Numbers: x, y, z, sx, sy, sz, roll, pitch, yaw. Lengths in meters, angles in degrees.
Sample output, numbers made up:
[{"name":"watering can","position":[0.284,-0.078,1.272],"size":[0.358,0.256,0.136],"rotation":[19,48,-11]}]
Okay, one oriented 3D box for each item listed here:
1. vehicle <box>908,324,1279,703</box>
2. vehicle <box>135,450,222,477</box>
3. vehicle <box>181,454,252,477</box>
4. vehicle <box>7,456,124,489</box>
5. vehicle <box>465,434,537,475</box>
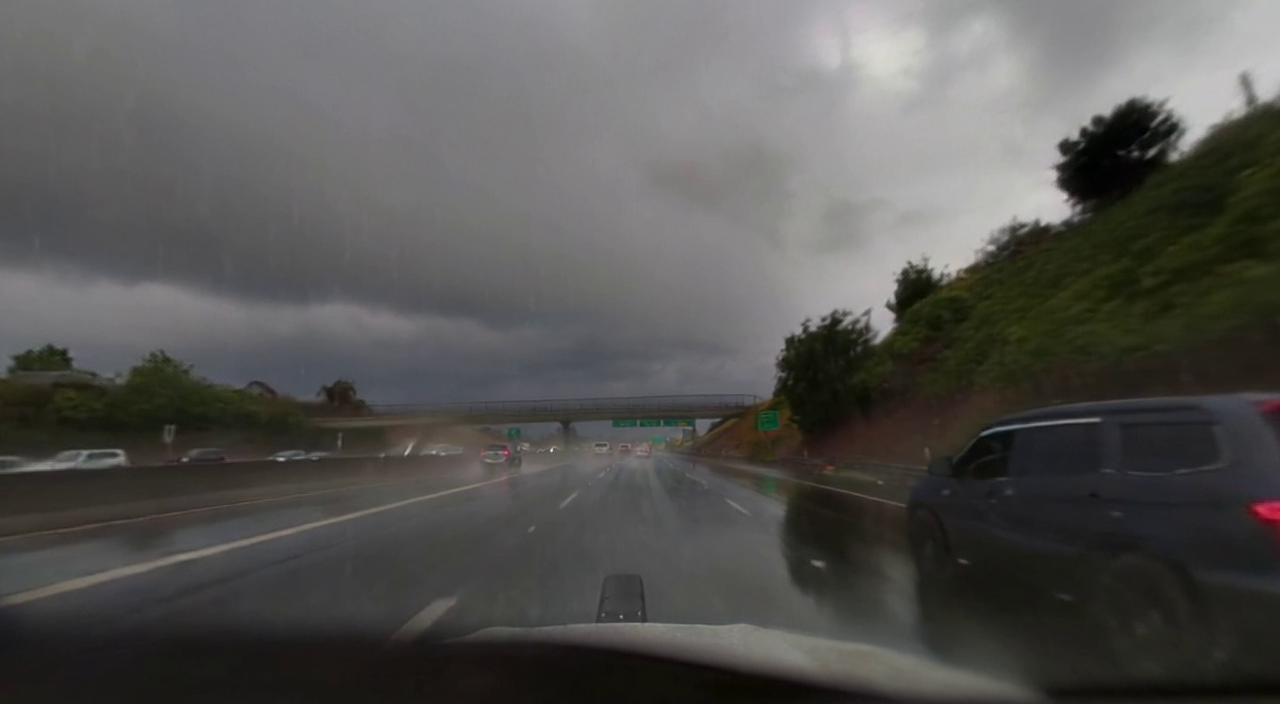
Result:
[{"name":"vehicle","position":[3.645,0.990,4.049],"size":[1.990,1.735,4.276],"rotation":[0,-9,1]},{"name":"vehicle","position":[-33.715,8.110,46.218],"size":[2.102,1.858,5.611],"rotation":[0,-9,0]},{"name":"vehicle","position":[-29.784,7.972,44.480],"size":[1.834,1.511,4.548],"rotation":[0,-9,0]},{"name":"vehicle","position":[-29.989,6.261,33.085],"size":[1.837,1.506,4.537],"rotation":[0,-9,0]},{"name":"vehicle","position":[-7.223,5.396,33.451],"size":[2.341,1.959,5.684],"rotation":[0,-9,1]}]
